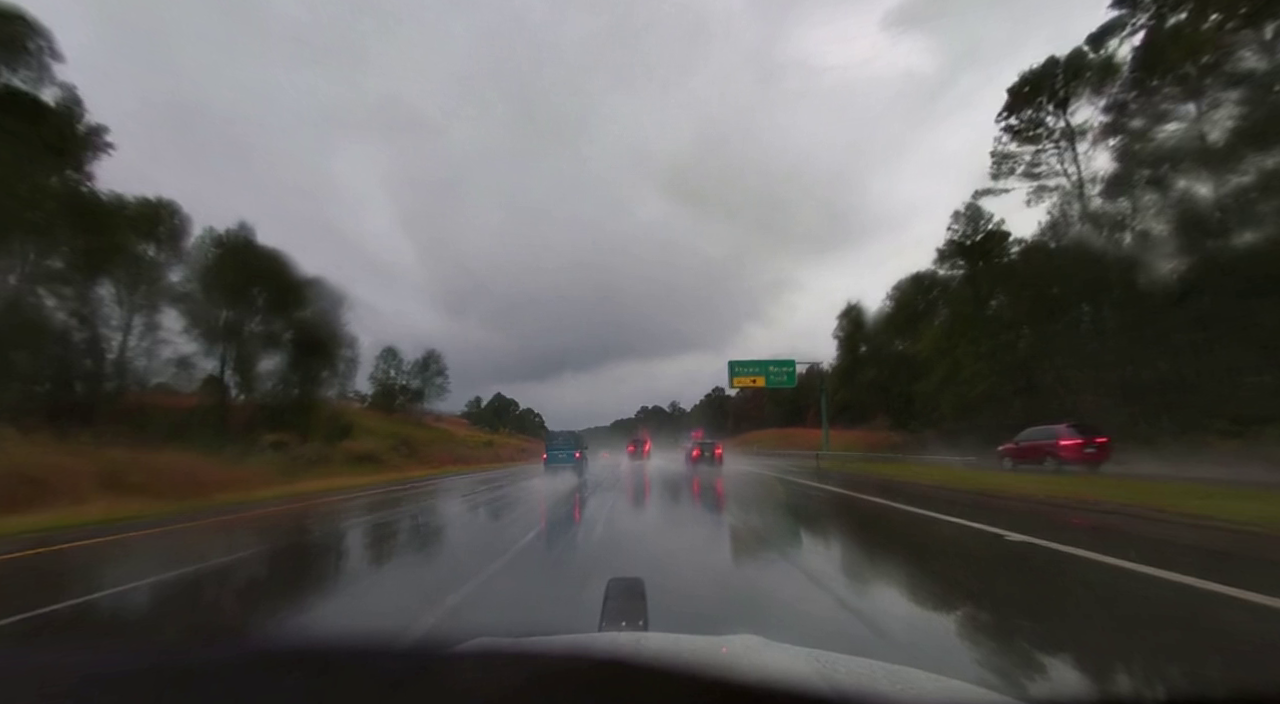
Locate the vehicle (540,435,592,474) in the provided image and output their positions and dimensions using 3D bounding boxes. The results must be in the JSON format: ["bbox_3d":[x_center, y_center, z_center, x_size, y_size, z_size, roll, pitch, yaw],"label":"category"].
[{"bbox_3d":[-3.766,5.318,33.016,2.120,1.855,4.619,0,-8,0],"label":"vehicle"}]

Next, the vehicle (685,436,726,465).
[{"bbox_3d":[4.053,6.189,39.619,1.995,1.712,4.206,0,-8,-1],"label":"vehicle"}]

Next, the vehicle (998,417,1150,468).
[{"bbox_3d":[17.702,3.757,26.185,2.308,1.886,5.321,0,-8,-3],"label":"vehicle"}]
